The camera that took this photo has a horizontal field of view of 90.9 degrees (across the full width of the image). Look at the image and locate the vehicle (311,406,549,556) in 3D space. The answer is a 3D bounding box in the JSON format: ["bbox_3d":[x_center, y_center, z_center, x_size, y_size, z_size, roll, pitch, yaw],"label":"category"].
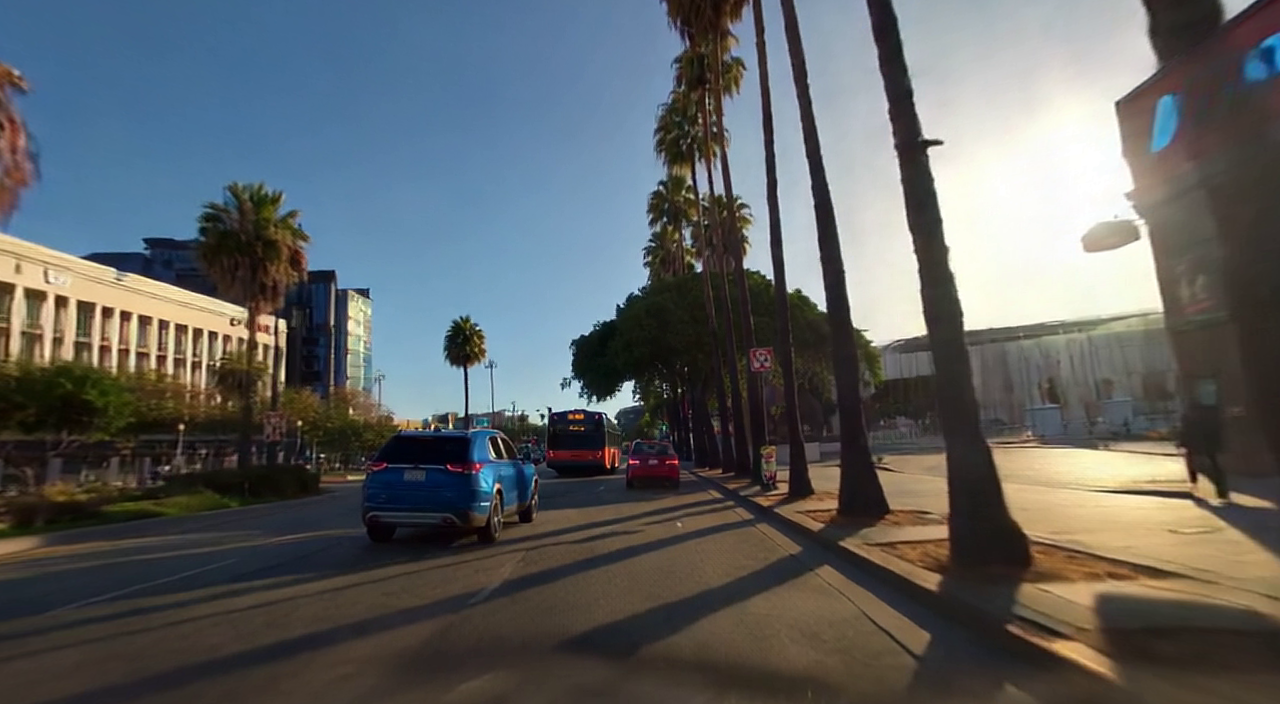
[{"bbox_3d":[-2.876,1.899,9.987,2.124,1.799,4.587,0,-8,1],"label":"vehicle"}]

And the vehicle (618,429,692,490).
[{"bbox_3d":[0.443,3.399,20.195,2.120,1.727,3.917,0,-8,0],"label":"vehicle"}]

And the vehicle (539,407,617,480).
[{"bbox_3d":[-2.741,4.439,30.643,2.775,3.064,8.297,0,-8,1],"label":"vehicle"}]
